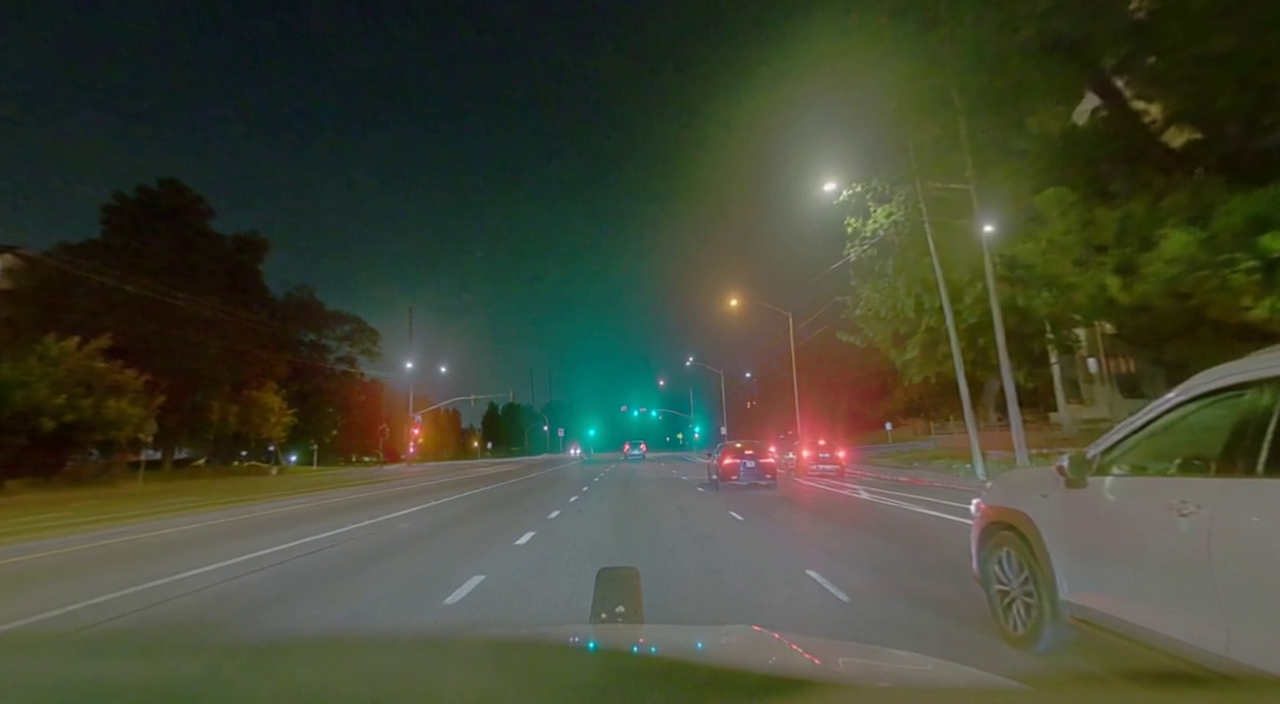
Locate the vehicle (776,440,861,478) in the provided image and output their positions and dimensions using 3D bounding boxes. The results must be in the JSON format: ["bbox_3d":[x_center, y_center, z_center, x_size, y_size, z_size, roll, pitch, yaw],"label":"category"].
[{"bbox_3d":[7.214,4.377,25.972,2.010,1.421,4.586,0,-9,-2],"label":"vehicle"}]

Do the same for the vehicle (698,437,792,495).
[{"bbox_3d":[2.884,3.239,18.223,1.889,1.451,4.180,0,-9,-1],"label":"vehicle"}]

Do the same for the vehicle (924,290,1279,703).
[{"bbox_3d":[3.081,0.703,2.050,2.129,1.761,4.610,0,-9,0],"label":"vehicle"}]
